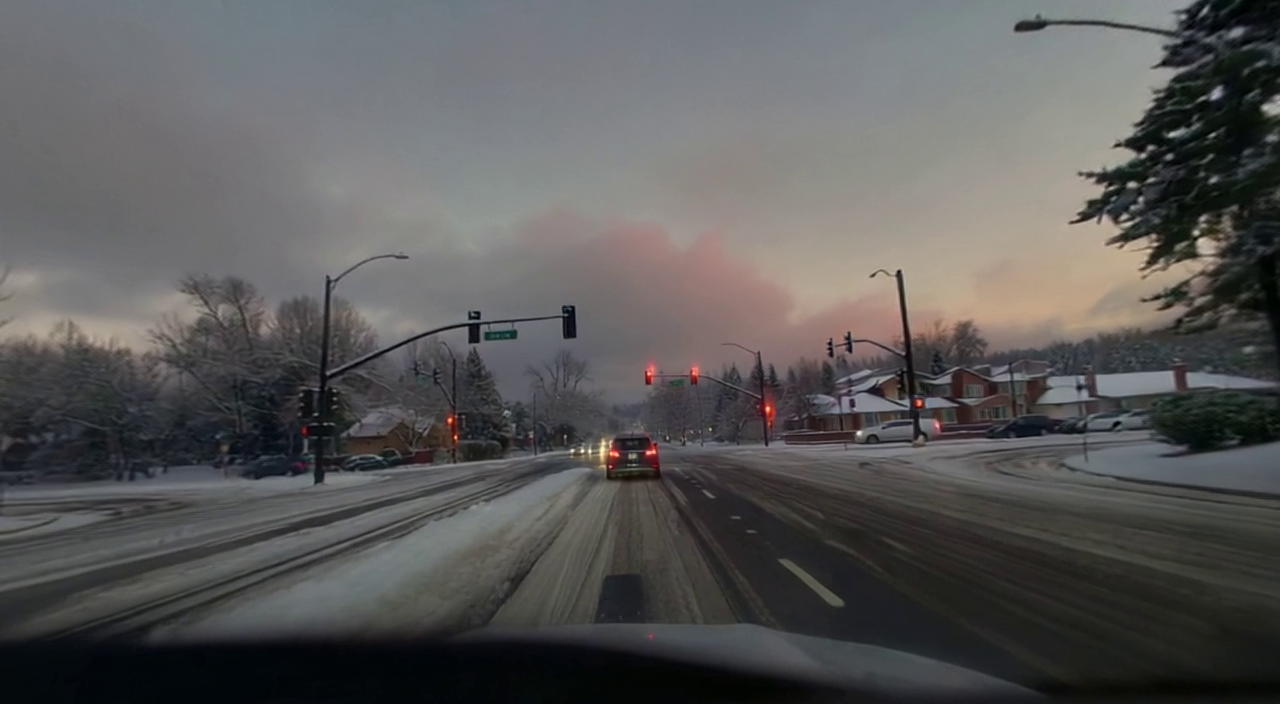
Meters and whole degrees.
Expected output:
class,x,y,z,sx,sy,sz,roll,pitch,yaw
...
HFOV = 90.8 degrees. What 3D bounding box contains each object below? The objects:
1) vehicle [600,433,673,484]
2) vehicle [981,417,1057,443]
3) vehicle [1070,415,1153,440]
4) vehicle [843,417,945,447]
class,x,y,z,sx,sy,sz,roll,pitch,yaw
vehicle,-0.023,3.691,22.296,2.074,1.570,3.647,1,-8,7
vehicle,28.649,5.945,47.827,4.557,1.899,1.996,1,-8,-5
vehicle,35.917,5.732,48.163,4.735,1.784,2.094,1,-7,-3
vehicle,17.932,5.672,44.839,6.025,2.000,2.876,1,-7,-2
